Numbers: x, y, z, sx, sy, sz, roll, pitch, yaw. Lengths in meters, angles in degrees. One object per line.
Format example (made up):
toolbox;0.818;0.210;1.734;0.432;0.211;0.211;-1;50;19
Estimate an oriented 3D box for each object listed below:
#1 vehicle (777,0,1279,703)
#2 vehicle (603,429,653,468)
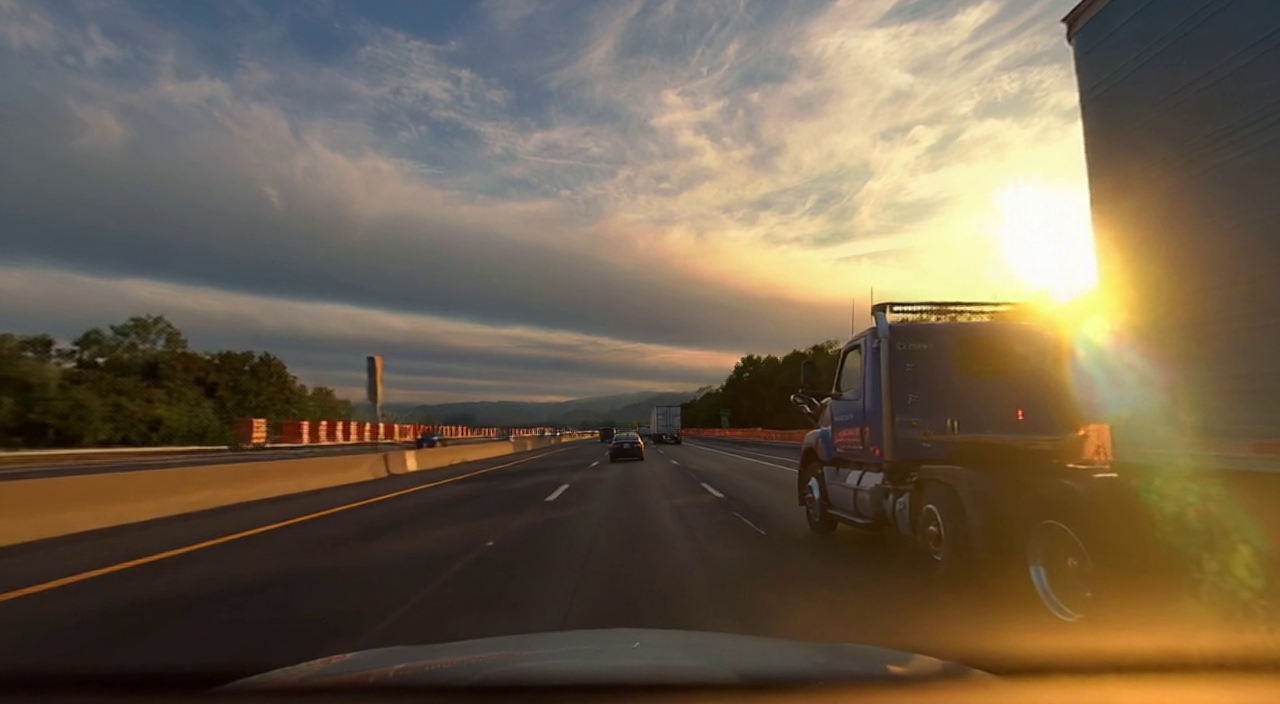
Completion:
vehicle;3.459;-0.016;2.869;2.919;3.634;10.888;0;-8;-2
vehicle;-0.495;3.917;25.852;1.929;1.469;3.677;0;-8;-1
